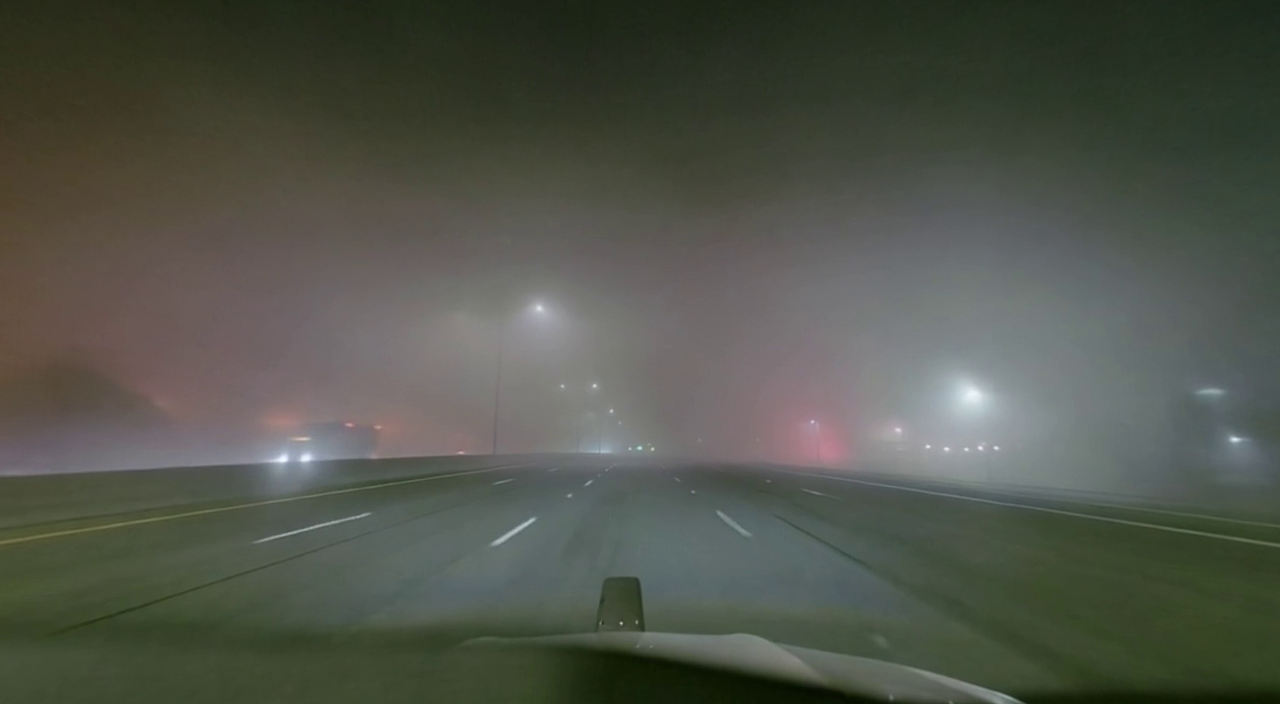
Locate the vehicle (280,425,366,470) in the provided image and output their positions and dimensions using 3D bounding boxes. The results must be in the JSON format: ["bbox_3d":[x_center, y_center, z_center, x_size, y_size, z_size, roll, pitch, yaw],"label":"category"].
[{"bbox_3d":[-24.867,7.606,49.932,2.780,3.238,7.530,0,-9,1],"label":"vehicle"}]
